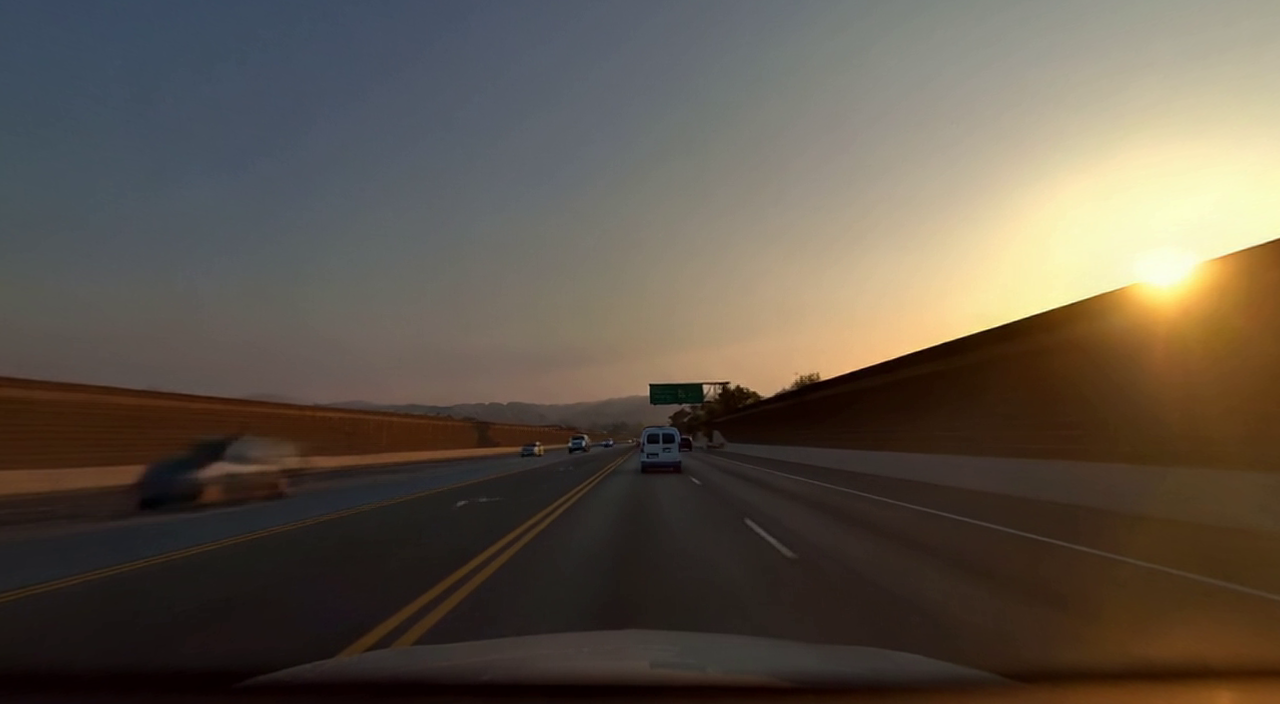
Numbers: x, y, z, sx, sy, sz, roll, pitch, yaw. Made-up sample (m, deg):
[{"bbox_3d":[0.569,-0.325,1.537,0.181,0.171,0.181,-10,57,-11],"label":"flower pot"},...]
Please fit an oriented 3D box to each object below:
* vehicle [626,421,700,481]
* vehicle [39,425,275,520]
[{"bbox_3d":[0.857,3.665,23.513,2.469,2.027,4.554,0,-8,2],"label":"vehicle"},{"bbox_3d":[-10.860,2.703,14.673,2.023,1.876,4.204,0,-8,2],"label":"vehicle"}]
